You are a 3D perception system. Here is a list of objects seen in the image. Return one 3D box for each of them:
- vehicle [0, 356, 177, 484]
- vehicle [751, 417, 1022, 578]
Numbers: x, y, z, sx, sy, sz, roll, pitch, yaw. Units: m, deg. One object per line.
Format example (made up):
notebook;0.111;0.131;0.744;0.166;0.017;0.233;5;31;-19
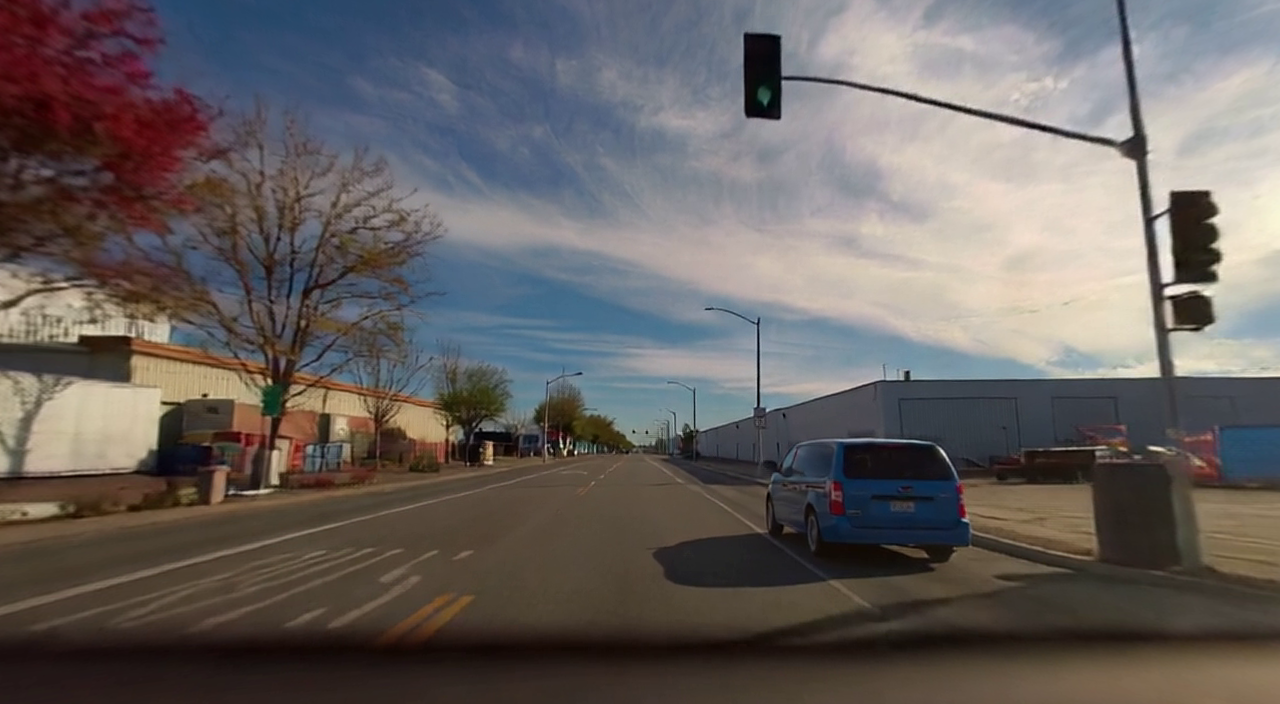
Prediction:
vehicle;-20.314;2.463;21.212;3.337;3.644;7.945;1;-10;-1
vehicle;3.316;2.091;9.829;2.202;1.822;4.826;1;-9;-1
